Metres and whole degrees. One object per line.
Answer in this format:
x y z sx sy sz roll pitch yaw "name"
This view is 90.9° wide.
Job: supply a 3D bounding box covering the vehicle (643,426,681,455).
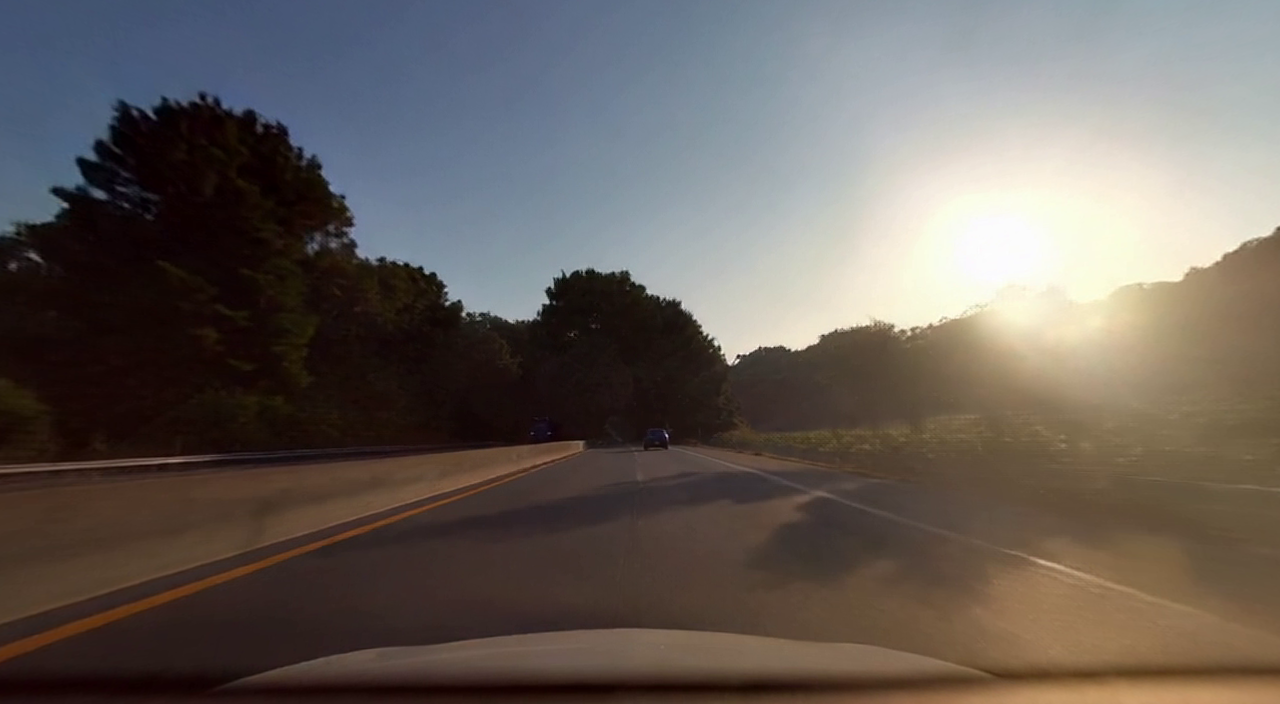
1.373 5.796 41.336 2.240 1.801 4.545 0 -8 -2 "vehicle"
